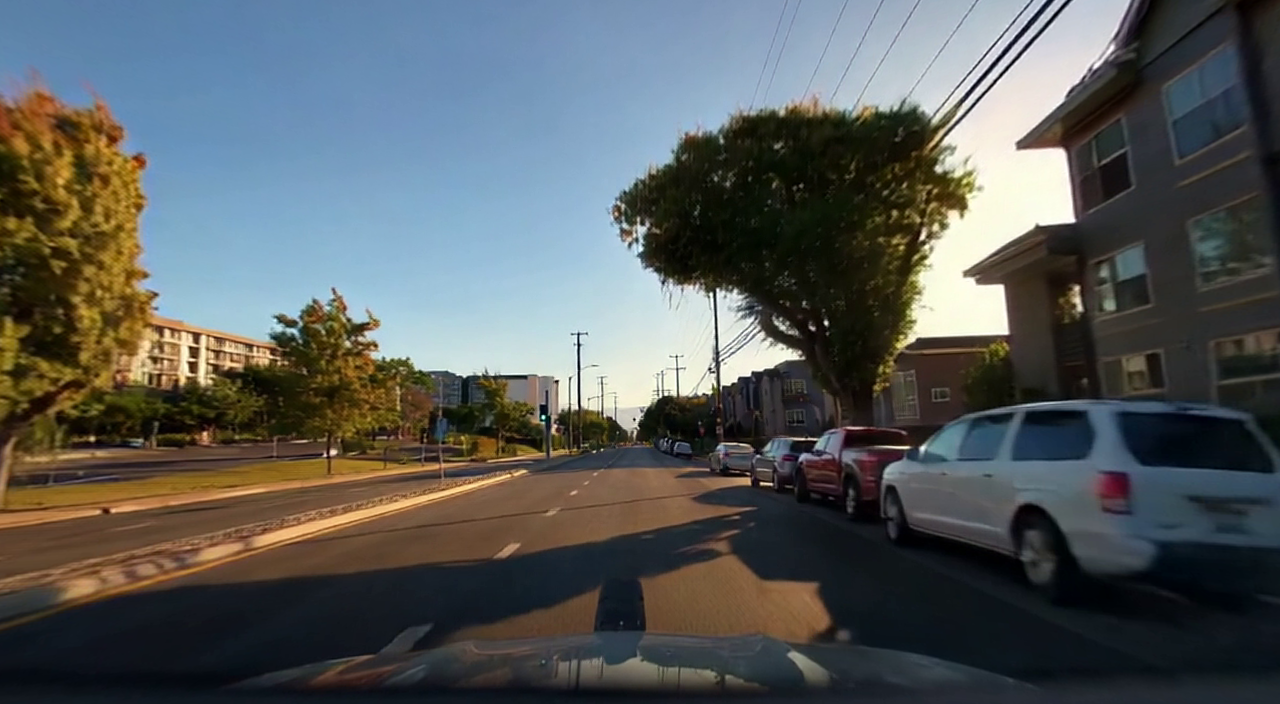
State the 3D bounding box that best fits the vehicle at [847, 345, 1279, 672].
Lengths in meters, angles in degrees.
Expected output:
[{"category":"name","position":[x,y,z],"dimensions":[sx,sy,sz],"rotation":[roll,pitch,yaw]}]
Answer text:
[{"category":"vehicle","position":[4.016,1.279,6.319],"dimensions":[2.056,1.941,4.955],"rotation":[0,-8,-2]}]
